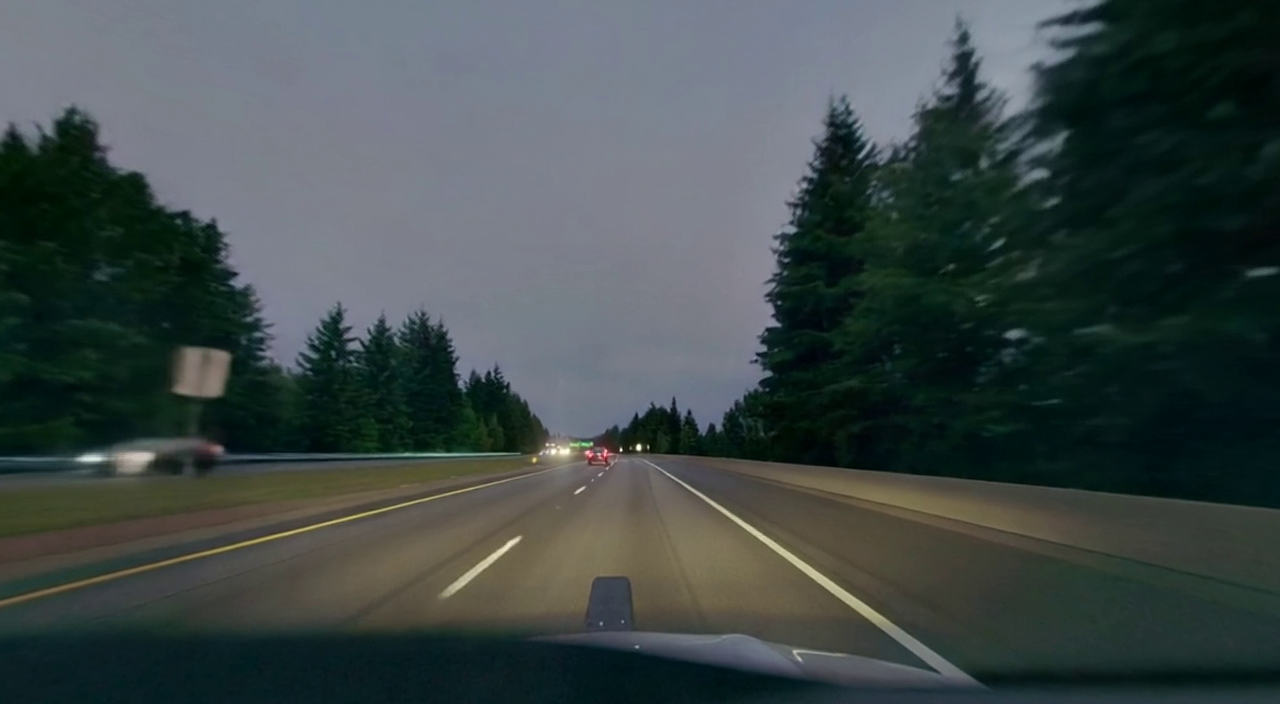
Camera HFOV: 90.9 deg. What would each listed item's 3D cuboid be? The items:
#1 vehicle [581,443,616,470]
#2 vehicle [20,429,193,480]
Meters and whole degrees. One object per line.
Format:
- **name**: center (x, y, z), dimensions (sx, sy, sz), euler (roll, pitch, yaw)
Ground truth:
- **vehicle**: center (-2.865, 7.373, 44.458), dimensions (2.135, 1.755, 4.476), euler (0, -9, 0)
- **vehicle**: center (-16.578, 3.236, 19.902), dimensions (1.930, 1.422, 3.999), euler (0, -9, 0)
